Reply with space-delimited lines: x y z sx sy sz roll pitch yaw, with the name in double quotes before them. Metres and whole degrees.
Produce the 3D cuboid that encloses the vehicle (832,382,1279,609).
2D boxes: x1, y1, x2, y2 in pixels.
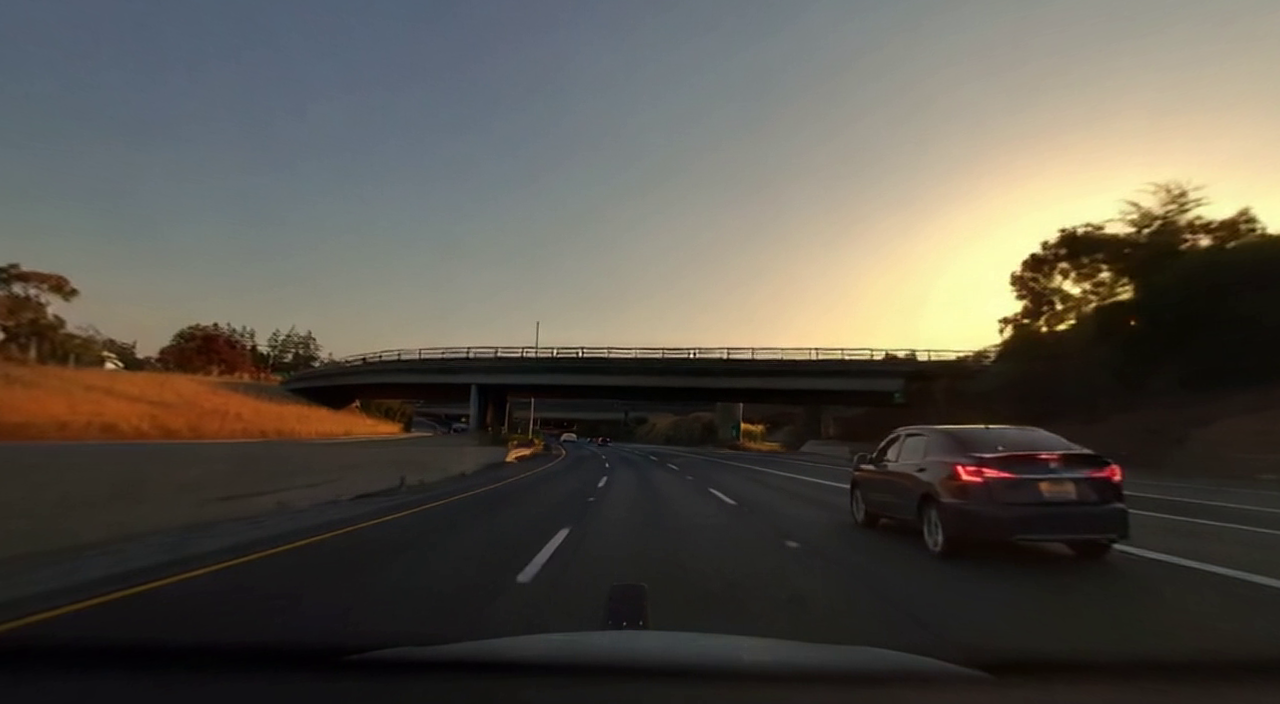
"vehicle" 3.979 1.434 7.228 2.039 1.701 4.834 0 -8 0
